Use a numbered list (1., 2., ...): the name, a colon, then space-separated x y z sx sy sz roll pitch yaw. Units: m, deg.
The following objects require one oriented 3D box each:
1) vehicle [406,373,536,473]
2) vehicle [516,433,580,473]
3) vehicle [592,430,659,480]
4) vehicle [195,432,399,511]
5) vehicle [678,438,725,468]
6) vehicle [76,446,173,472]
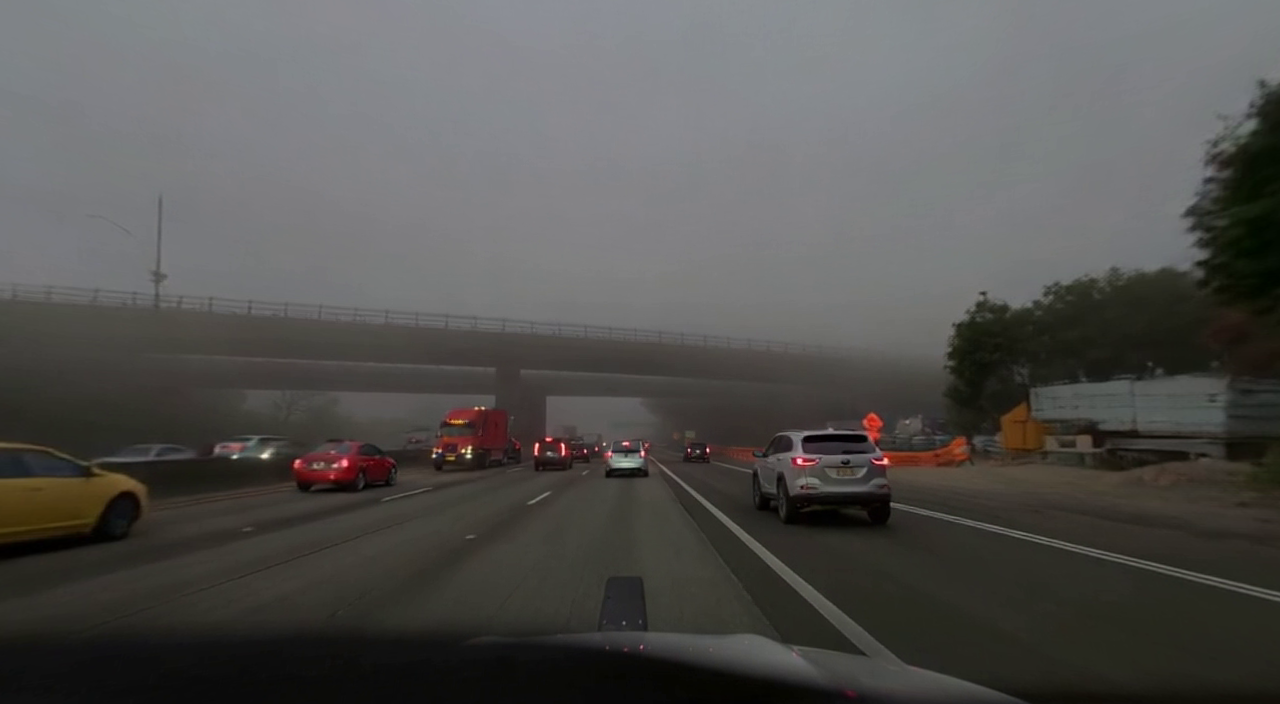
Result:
1. vehicle: -7.471 3.542 29.992 2.959 3.886 10.574 0 -8 2
2. vehicle: -4.040 4.537 28.492 2.124 1.639 4.344 0 -8 2
3. vehicle: -0.499 3.819 23.616 2.270 1.696 4.061 0 -8 0
4. vehicle: -7.502 2.634 14.510 1.948 1.494 4.749 0 -8 1
5. vehicle: 3.198 5.352 33.530 2.003 1.465 4.092 0 -8 -1
6. vehicle: -38.023 7.872 46.783 2.189 1.778 5.746 0 -8 1
